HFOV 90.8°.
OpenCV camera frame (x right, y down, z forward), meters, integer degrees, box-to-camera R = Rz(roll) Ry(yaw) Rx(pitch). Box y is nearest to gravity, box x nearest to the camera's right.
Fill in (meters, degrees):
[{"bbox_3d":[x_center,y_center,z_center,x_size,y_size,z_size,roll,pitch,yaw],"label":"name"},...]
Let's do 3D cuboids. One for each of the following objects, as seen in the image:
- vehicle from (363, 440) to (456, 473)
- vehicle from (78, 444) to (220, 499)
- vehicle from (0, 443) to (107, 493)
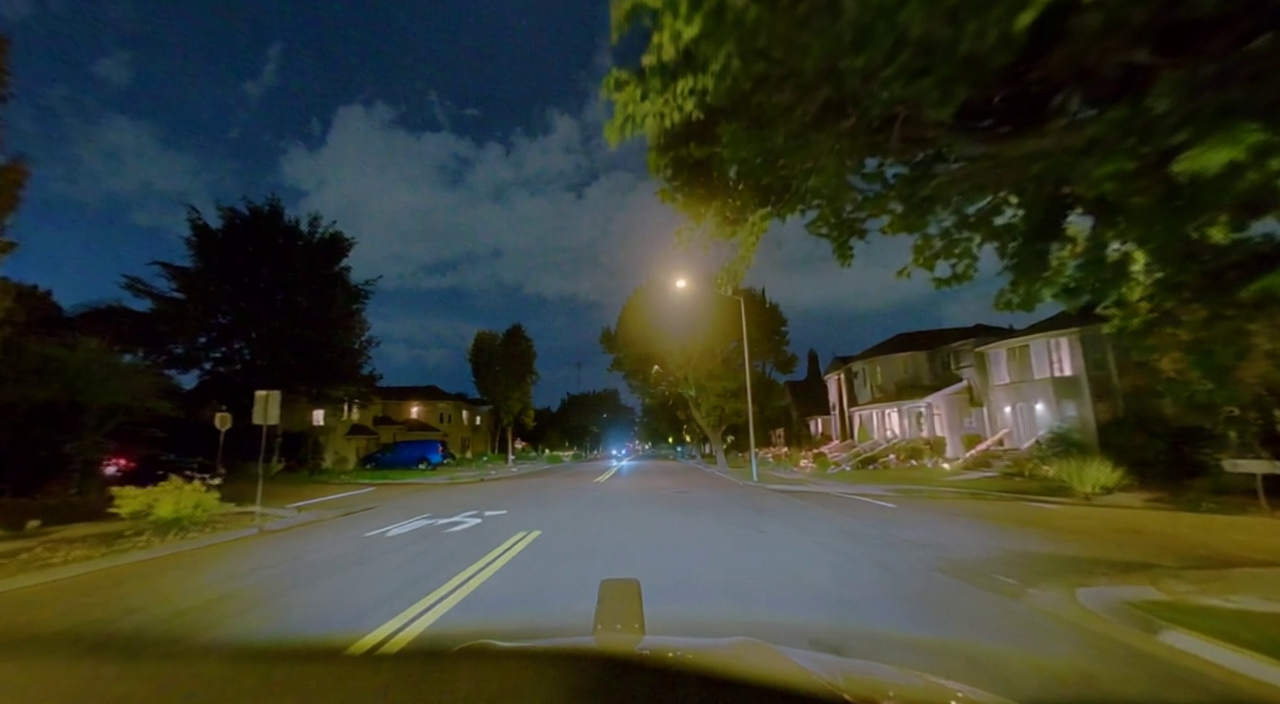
[{"bbox_3d":[-13.776,6.237,38.077,2.145,1.839,4.837,-6,-10,34],"label":"vehicle"},{"bbox_3d":[-17.528,4.193,22.537,4.876,1.763,2.016,-5,-10,27],"label":"vehicle"},{"bbox_3d":[-25.177,4.779,26.479,5.987,1.881,2.249,-5,-10,30],"label":"vehicle"}]
